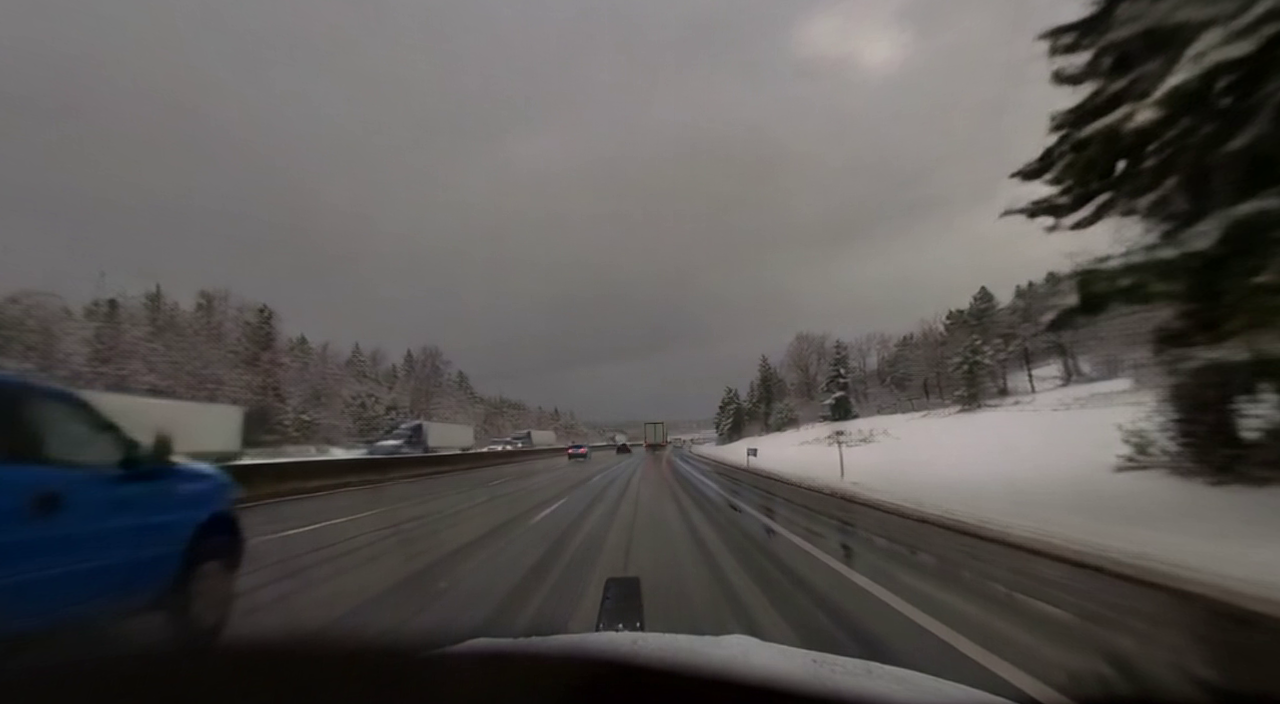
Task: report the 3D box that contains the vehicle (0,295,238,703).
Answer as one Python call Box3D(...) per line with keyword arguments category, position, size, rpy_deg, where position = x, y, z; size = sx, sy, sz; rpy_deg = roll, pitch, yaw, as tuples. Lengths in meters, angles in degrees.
Box3D(category="vehicle", position=(-3.992, 0.572, 1.790), size=(2.216, 1.949, 5.237), rpy_deg=(0, -9, 0))

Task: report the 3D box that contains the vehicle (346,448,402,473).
Box3D(category="vehicle", position=(-17.945, 7.307, 42.761), size=(1.944, 1.613, 4.166), rpy_deg=(0, -9, 1))
